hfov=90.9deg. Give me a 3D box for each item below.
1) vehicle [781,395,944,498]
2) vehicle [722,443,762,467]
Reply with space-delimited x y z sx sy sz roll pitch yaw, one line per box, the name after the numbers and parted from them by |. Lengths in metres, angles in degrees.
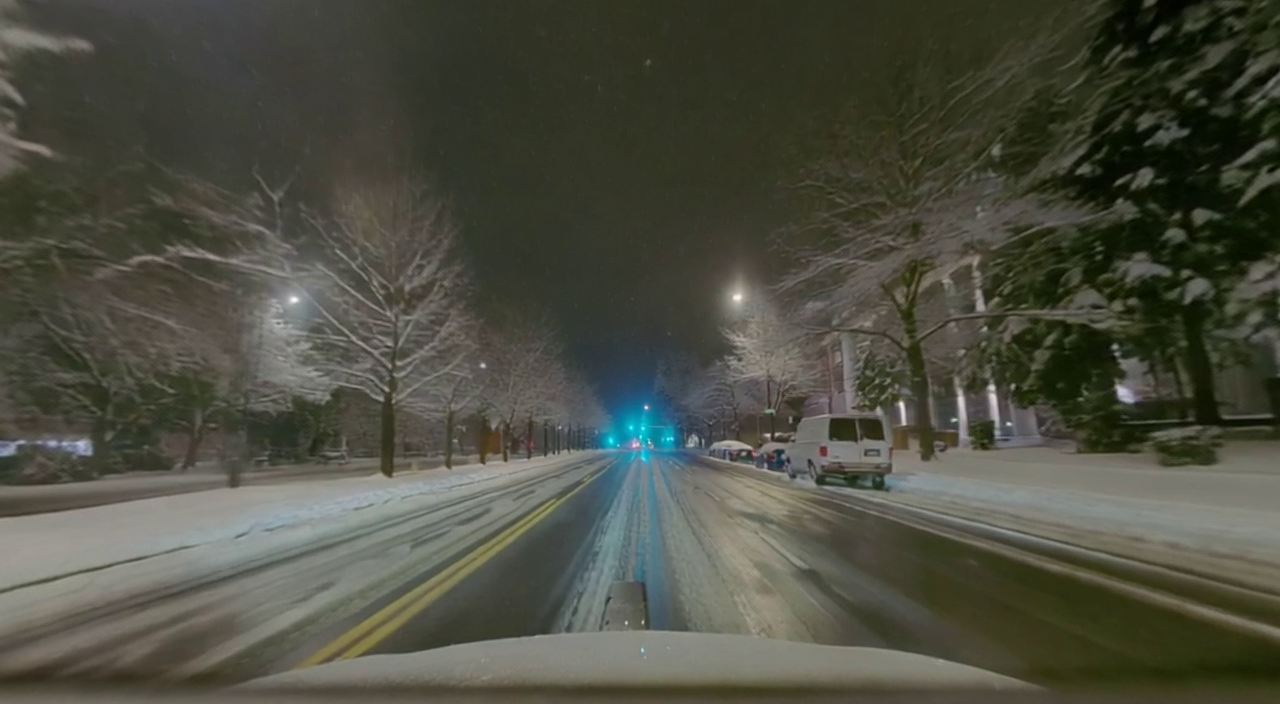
6.335 2.851 19.162 2.762 2.607 6.182 0 -8 1 | vehicle
6.880 6.970 42.882 1.847 1.472 4.846 0 -8 0 | vehicle
